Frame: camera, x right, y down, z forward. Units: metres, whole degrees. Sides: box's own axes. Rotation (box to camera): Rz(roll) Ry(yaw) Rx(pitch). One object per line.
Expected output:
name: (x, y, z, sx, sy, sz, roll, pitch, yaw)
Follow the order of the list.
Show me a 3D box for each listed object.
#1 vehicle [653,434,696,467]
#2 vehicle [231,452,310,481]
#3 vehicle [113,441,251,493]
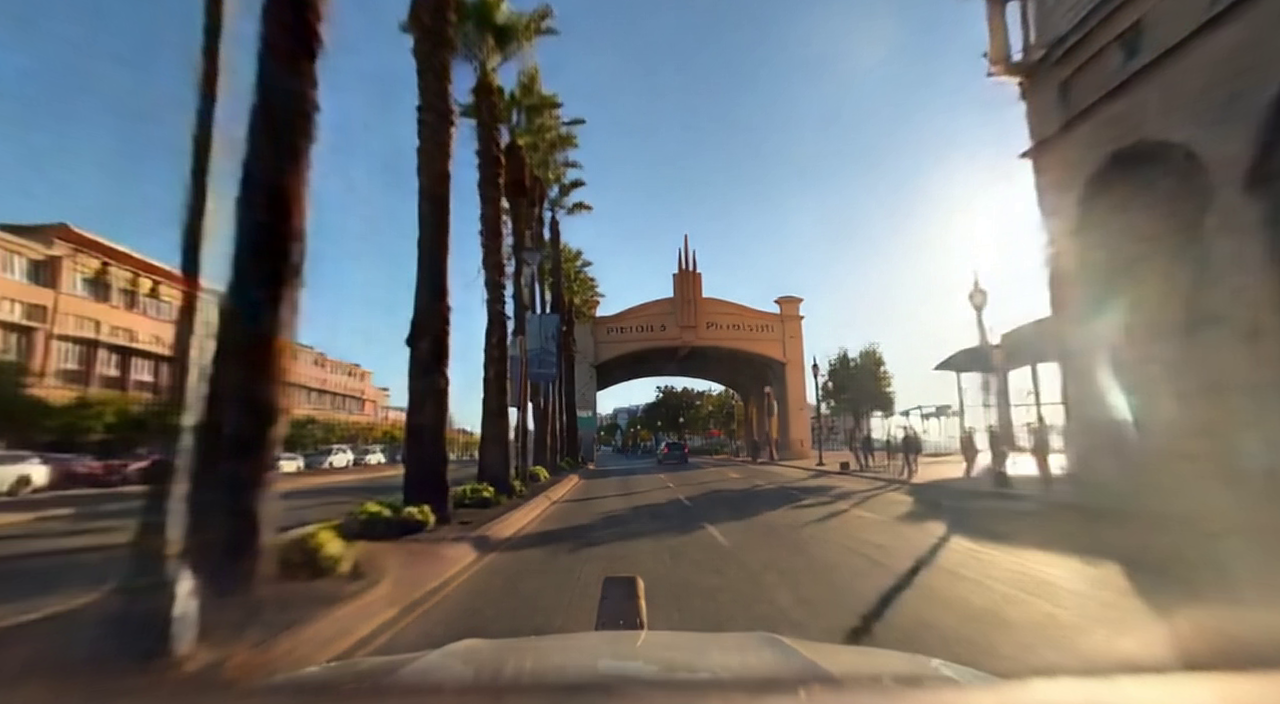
vehicle: (2.228, 6.645, 42.665, 2.284, 2.010, 6.670, 0, -9, -2)
vehicle: (-21.806, 6.728, 37.492, 1.866, 1.553, 4.835, 0, -9, -2)
vehicle: (-18.399, 4.606, 25.734, 2.136, 1.890, 4.670, 0, -9, -1)
